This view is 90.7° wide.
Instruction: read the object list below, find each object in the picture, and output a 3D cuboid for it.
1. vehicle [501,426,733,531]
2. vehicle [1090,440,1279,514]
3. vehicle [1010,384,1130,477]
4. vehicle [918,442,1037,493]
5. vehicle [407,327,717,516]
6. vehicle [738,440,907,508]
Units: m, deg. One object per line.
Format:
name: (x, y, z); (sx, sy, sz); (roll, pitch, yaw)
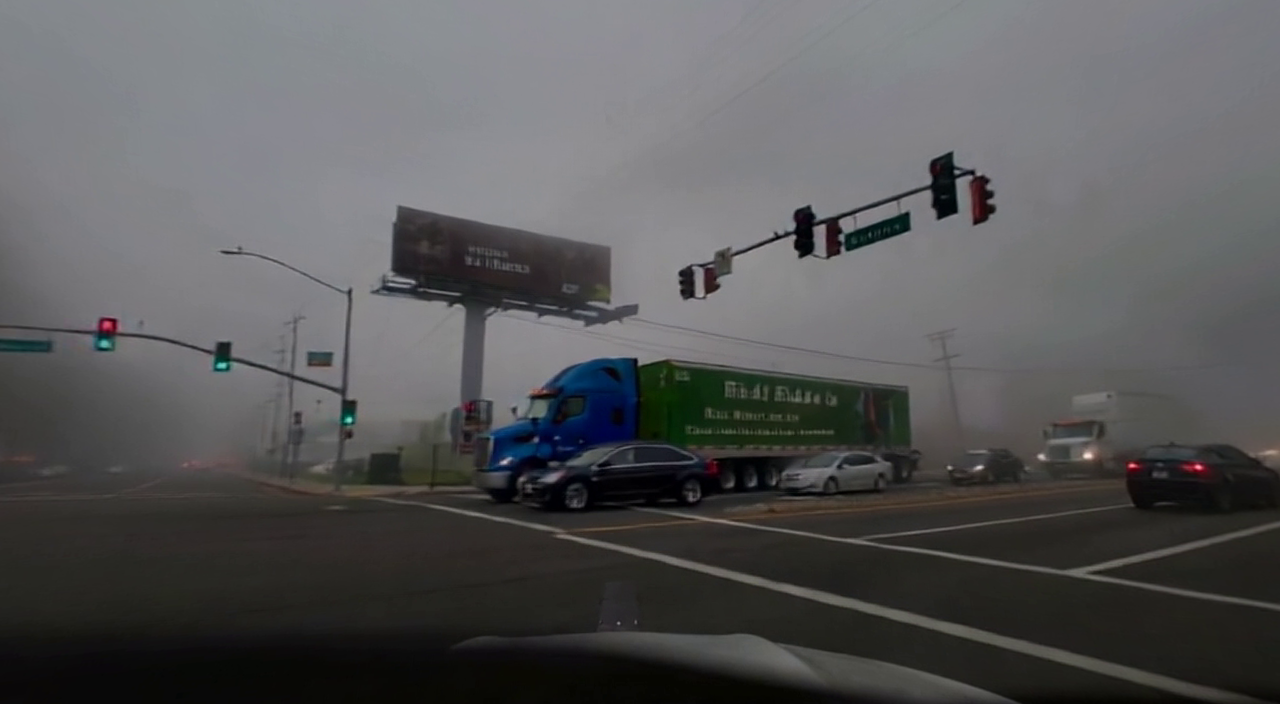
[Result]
vehicle: (-0.479, 2.919, 15.220); (5.079, 1.893, 2.200); (2, -10, -35)
vehicle: (13.215, 2.873, 15.191); (5.114, 1.492, 2.040); (5, -10, -33)
vehicle: (19.524, 3.596, 28.797); (3.372, 3.903, 3.027); (4, -10, -32)
vehicle: (12.851, 4.354, 24.021); (4.443, 1.512, 1.919); (2, -10, -33)
vehicle: (-1.955, 2.067, 18.120); (8.167, 4.352, 3.029); (5, -10, -34)
vehicle: (5.521, 3.577, 18.924); (4.958, 1.510, 1.949); (2, -10, -33)
